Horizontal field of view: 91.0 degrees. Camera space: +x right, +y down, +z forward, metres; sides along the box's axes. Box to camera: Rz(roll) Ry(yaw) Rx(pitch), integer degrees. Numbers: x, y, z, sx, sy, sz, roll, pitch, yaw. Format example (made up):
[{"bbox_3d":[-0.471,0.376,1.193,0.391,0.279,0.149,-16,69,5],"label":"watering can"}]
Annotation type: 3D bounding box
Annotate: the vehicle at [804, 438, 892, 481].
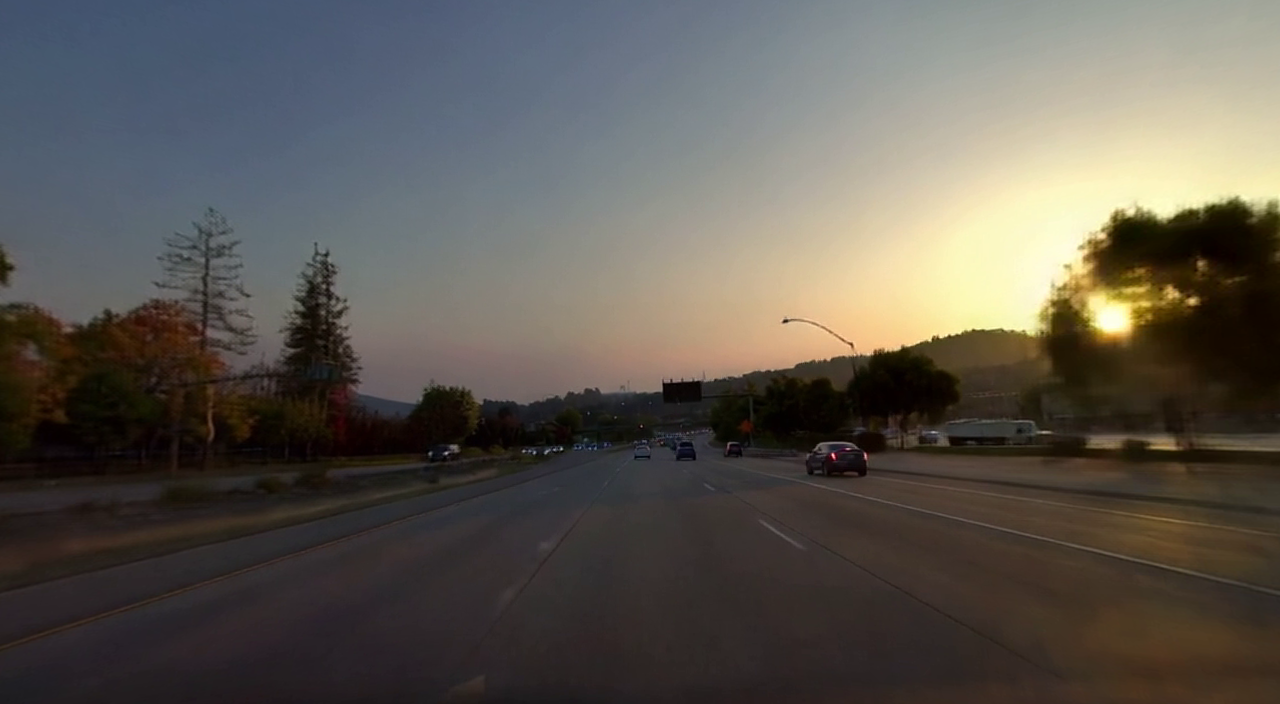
[{"bbox_3d":[8.172,4.264,25.204,1.989,1.526,4.443,0,-9,0],"label":"vehicle"}]
